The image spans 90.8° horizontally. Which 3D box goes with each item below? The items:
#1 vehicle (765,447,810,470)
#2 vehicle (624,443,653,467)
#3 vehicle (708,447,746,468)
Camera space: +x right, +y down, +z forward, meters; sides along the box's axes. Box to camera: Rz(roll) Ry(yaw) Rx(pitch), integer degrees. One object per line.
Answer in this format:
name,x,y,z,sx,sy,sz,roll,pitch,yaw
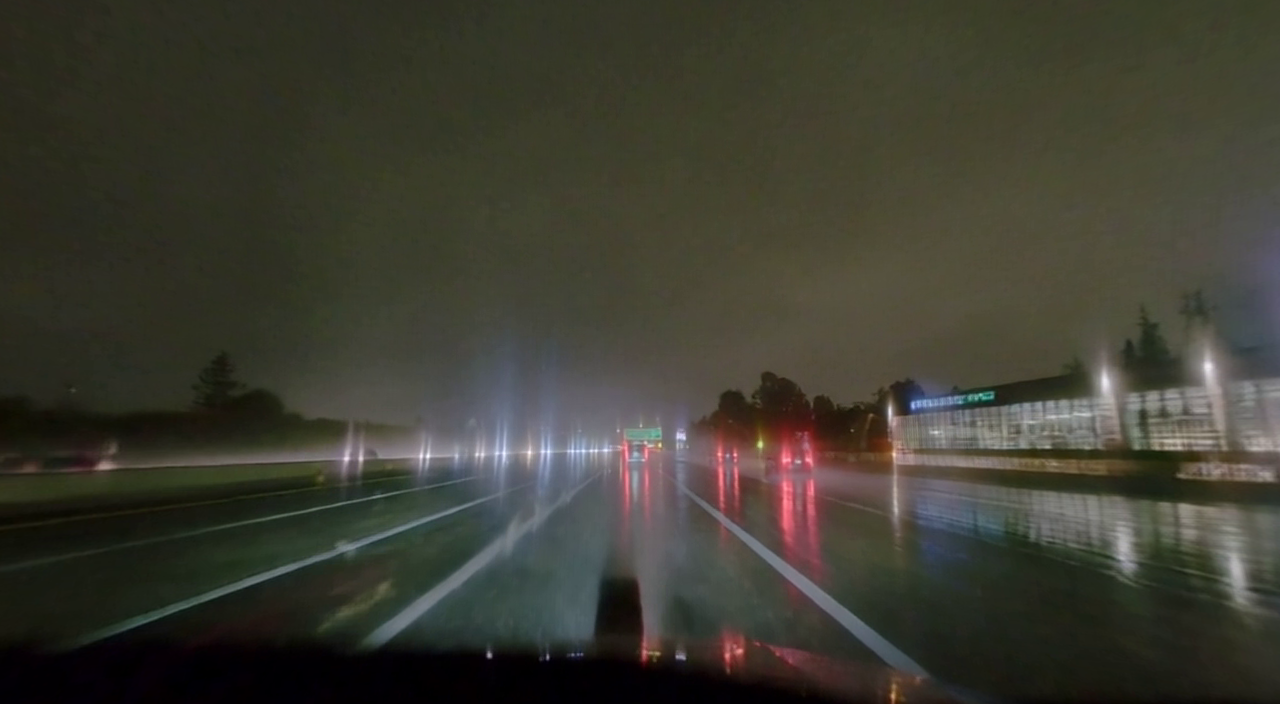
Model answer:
vehicle,10.199,7.378,43.934,1.953,1.473,4.512,0,-9,-1
vehicle,-0.172,8.091,49.988,2.154,1.786,5.045,0,-8,-1
vehicle,6.337,7.760,46.576,1.976,1.477,4.448,0,-9,-2
